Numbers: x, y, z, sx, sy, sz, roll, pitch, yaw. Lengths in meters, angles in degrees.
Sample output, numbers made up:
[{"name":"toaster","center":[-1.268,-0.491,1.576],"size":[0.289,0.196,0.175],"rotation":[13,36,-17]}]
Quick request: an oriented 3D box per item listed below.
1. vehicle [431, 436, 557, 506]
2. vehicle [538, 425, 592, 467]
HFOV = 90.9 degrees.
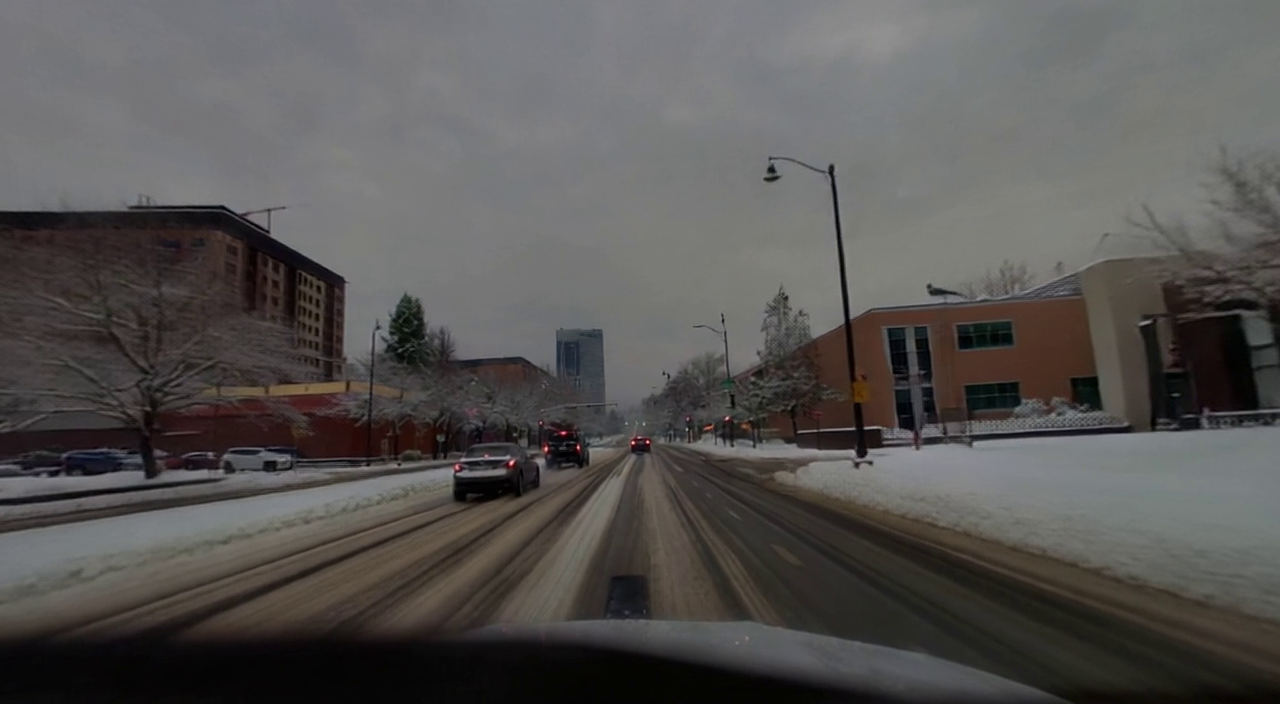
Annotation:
[{"name":"vehicle","center":[-3.286,2.760,15.105],"size":[1.959,1.406,4.272],"rotation":[0,-8,1]},{"name":"vehicle","center":[-3.764,4.838,32.341],"size":[2.152,1.987,4.527],"rotation":[0,-8,1]}]
